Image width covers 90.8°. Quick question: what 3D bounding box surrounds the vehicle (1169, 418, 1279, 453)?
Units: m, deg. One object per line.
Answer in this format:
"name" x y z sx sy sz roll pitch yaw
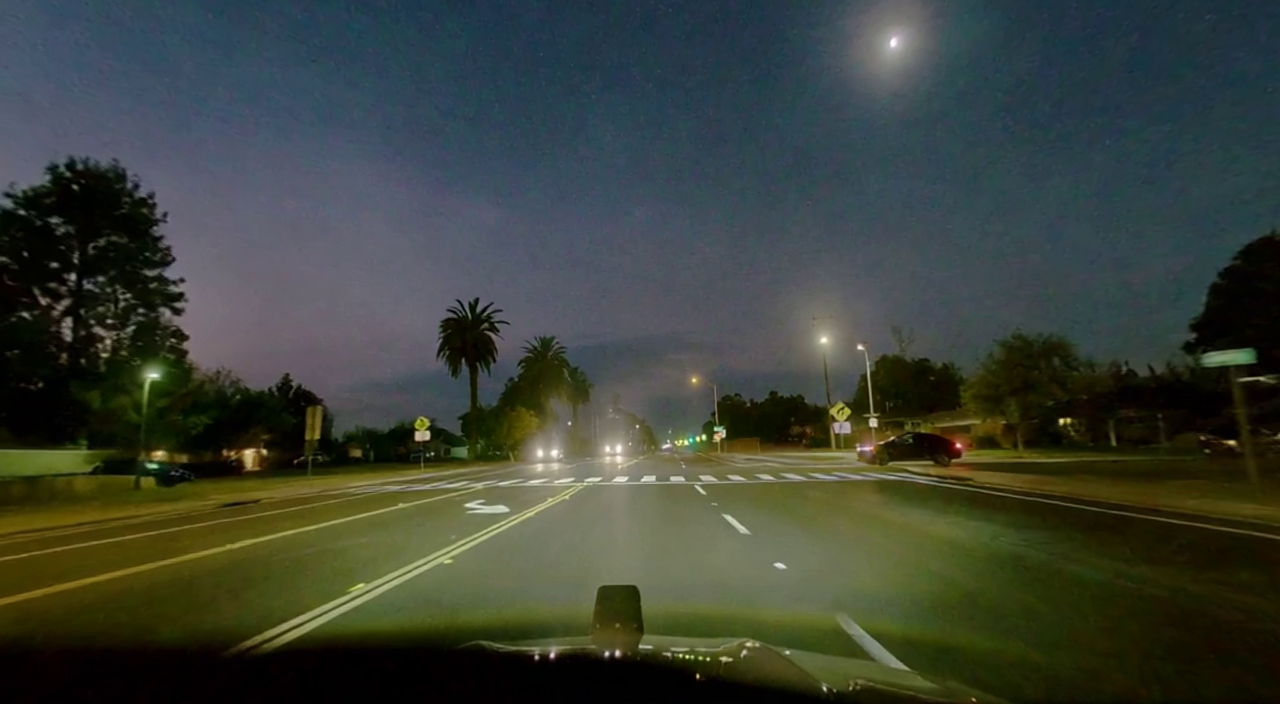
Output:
"vehicle" 31.063 4.374 32.903 5.062 1.742 1.976 -1 -9 3

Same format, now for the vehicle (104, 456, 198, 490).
"vehicle" -29.833 7.298 38.511 5.477 1.876 2.389 -5 -11 29

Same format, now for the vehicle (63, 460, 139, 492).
"vehicle" -30.354 6.918 35.546 4.255 1.647 2.004 -6 -11 34

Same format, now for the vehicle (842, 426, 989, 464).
"vehicle" 13.211 4.524 30.665 5.981 1.680 2.327 -1 -9 4
